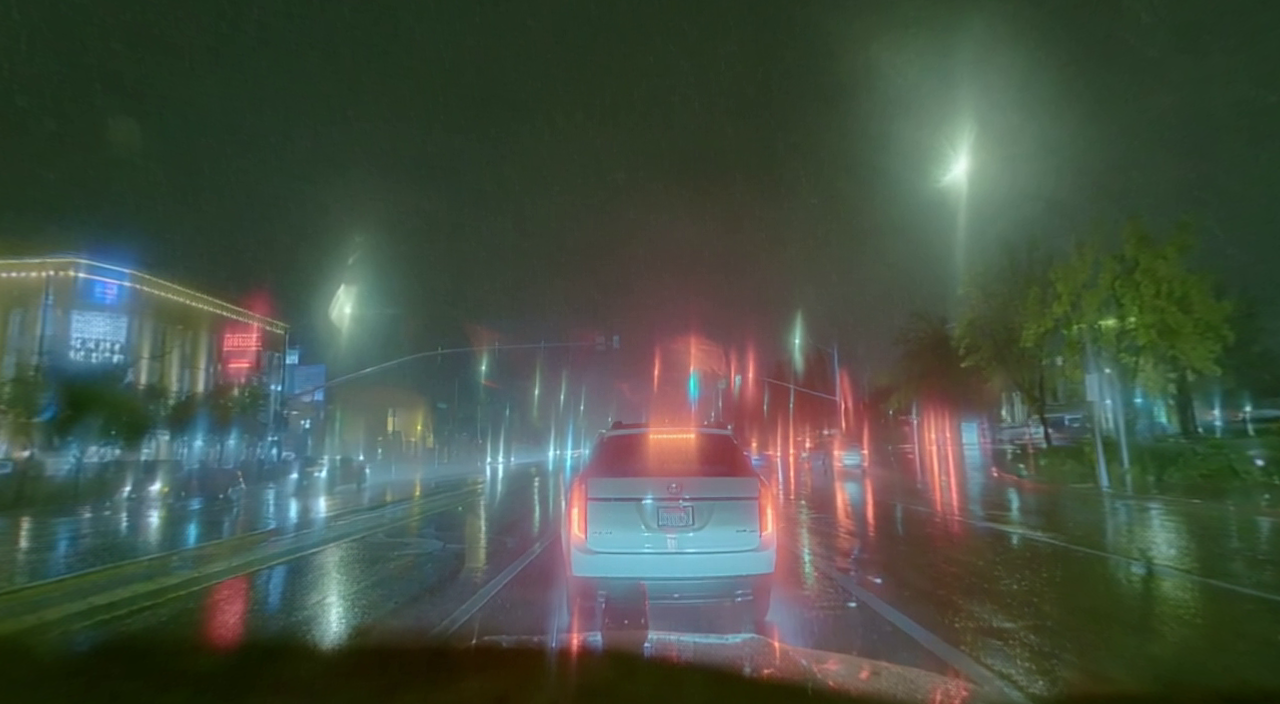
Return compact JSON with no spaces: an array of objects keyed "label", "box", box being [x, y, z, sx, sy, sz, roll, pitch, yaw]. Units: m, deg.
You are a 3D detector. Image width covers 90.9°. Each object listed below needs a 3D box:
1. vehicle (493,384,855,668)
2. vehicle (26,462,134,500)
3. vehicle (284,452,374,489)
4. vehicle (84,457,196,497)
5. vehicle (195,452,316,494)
[{"label":"vehicle","box":[0.203,1.310,5.738,2.125,1.669,3.880,0,-8,0]},{"label":"vehicle","box":[-28.656,6.610,32.445,2.018,1.716,4.042,-1,-10,-5]},{"label":"vehicle","box":[-13.851,5.282,28.360,1.991,1.486,3.844,-1,-8,2]},{"label":"vehicle","box":[-25.842,6.416,32.847,2.026,1.808,4.835,0,-8,-2]},{"label":"vehicle","box":[-17.714,5.561,29.329,1.981,1.659,4.608,-5,-9,16]}]
